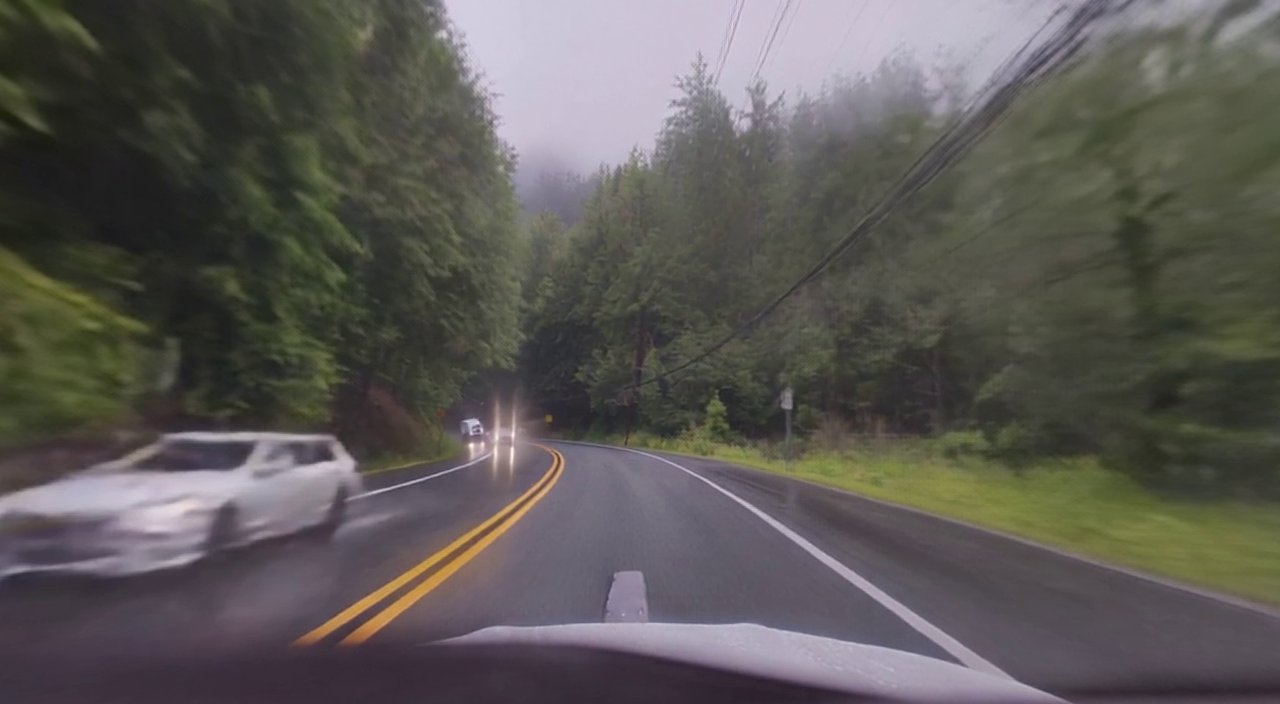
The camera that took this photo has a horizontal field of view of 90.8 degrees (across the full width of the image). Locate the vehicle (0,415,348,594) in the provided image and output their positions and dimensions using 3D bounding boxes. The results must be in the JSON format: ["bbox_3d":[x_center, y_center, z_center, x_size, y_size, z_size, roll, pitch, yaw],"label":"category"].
[{"bbox_3d":[-5.422,1.576,7.419,2.060,1.466,4.263,0,-8,-2],"label":"vehicle"}]
